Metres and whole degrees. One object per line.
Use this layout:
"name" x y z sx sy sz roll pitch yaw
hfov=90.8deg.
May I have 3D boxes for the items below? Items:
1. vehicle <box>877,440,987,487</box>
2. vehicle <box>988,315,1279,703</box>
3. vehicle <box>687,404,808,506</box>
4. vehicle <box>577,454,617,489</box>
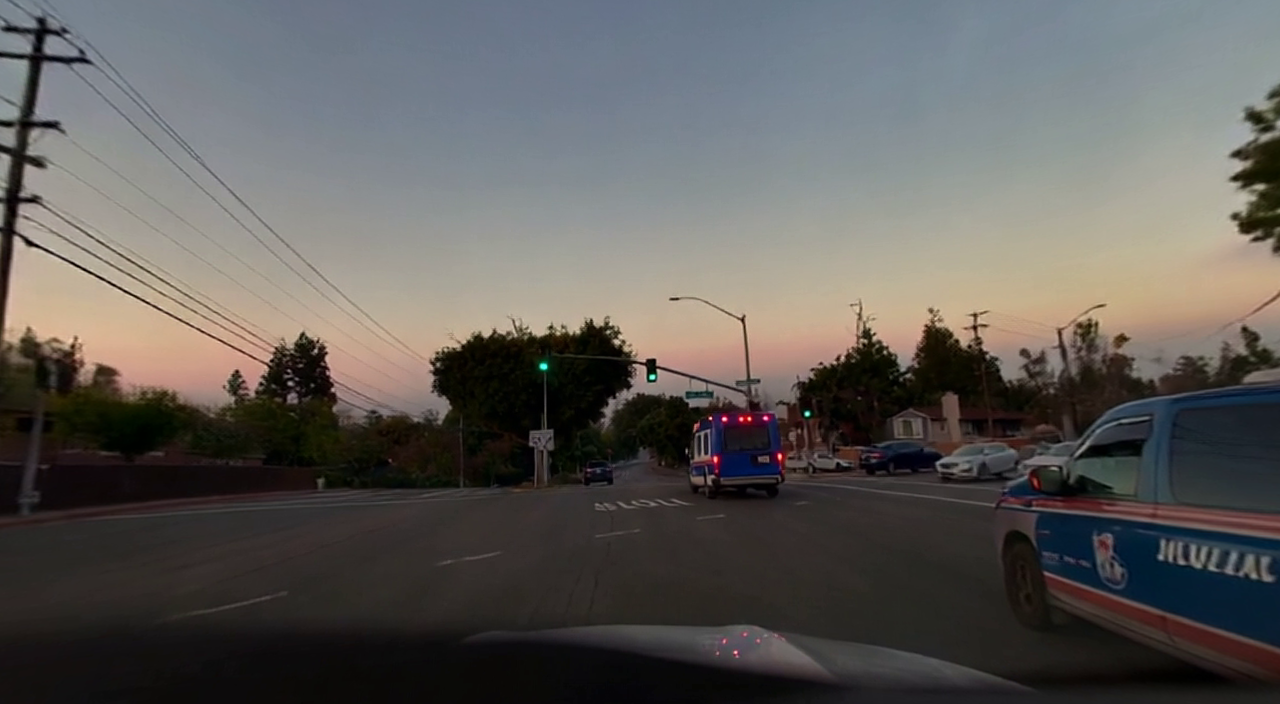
"vehicle" 11.579 4.322 24.895 4.897 1.675 2.032 7 -11 -41
"vehicle" 3.987 0.788 2.792 2.194 1.922 4.822 -1 -8 1
"vehicle" 3.069 3.131 19.586 2.406 2.687 5.521 0 -8 -4
"vehicle" -2.439 6.586 35.082 2.114 1.707 3.725 0 -8 -6
